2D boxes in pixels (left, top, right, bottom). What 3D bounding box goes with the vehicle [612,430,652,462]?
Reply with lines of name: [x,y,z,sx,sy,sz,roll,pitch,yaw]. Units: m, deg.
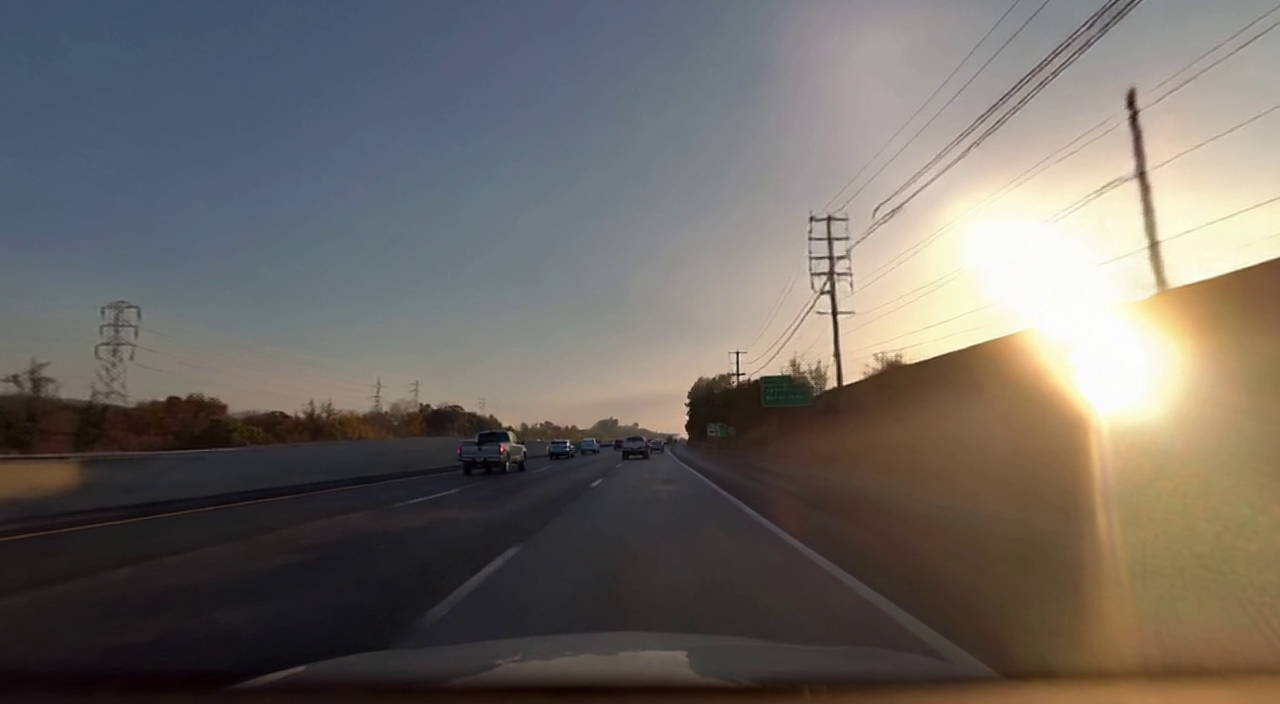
vehicle: [-0.470,6.406,43.157,2.448,2.025,5.193,-1,-8,3]

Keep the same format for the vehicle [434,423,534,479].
vehicle: [-6.273,4.096,26.379,2.460,1.992,6.474,-1,-8,1]
